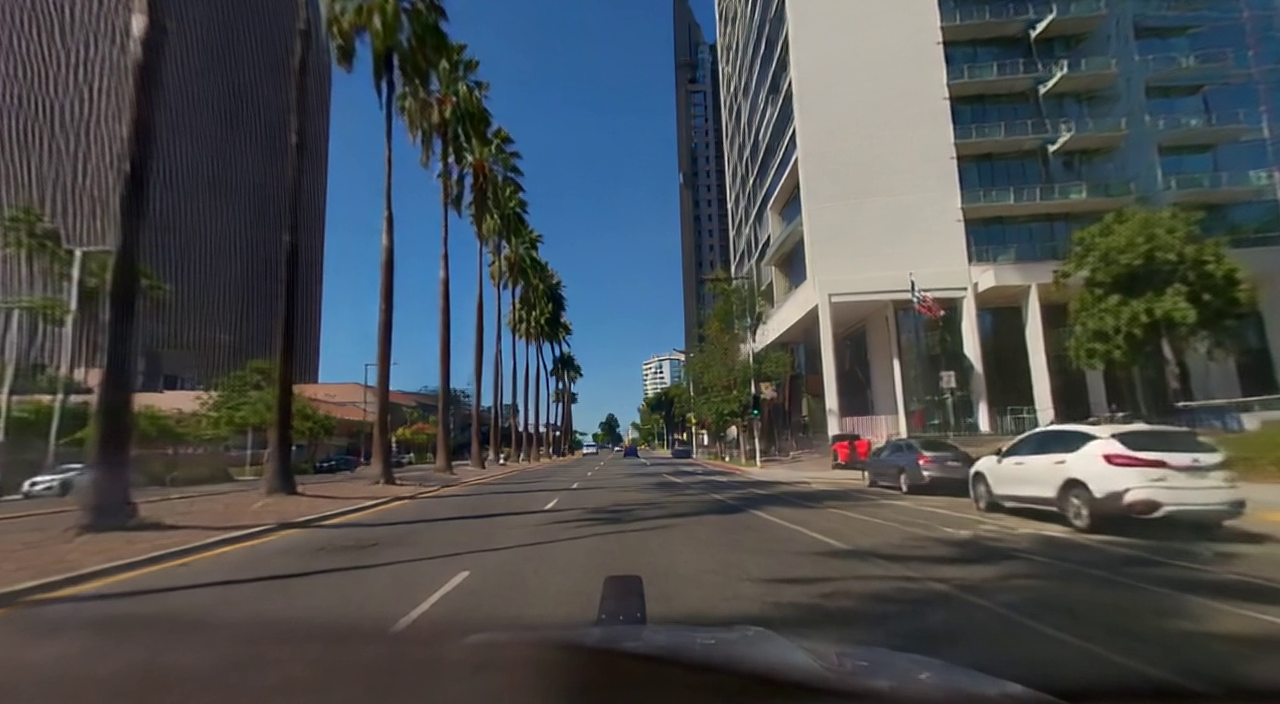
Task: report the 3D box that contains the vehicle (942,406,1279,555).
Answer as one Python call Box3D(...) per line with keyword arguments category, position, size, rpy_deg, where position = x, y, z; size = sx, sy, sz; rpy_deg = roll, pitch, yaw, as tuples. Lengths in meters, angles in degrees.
Box3D(category="vehicle", position=(6.930, 1.832, 9.723), size=(2.225, 1.727, 4.418), rpy_deg=(0, -8, -2))

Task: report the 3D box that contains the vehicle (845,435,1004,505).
Box3D(category="vehicle", position=(7.019, 2.948, 16.279), size=(1.919, 1.499, 4.779), rpy_deg=(-1, -8, 1))

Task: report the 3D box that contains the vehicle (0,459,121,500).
Box3D(category="vehicle", position=(-24.657, 5.310, 26.593), size=(1.801, 1.444, 4.640), rpy_deg=(0, -8, -3))
